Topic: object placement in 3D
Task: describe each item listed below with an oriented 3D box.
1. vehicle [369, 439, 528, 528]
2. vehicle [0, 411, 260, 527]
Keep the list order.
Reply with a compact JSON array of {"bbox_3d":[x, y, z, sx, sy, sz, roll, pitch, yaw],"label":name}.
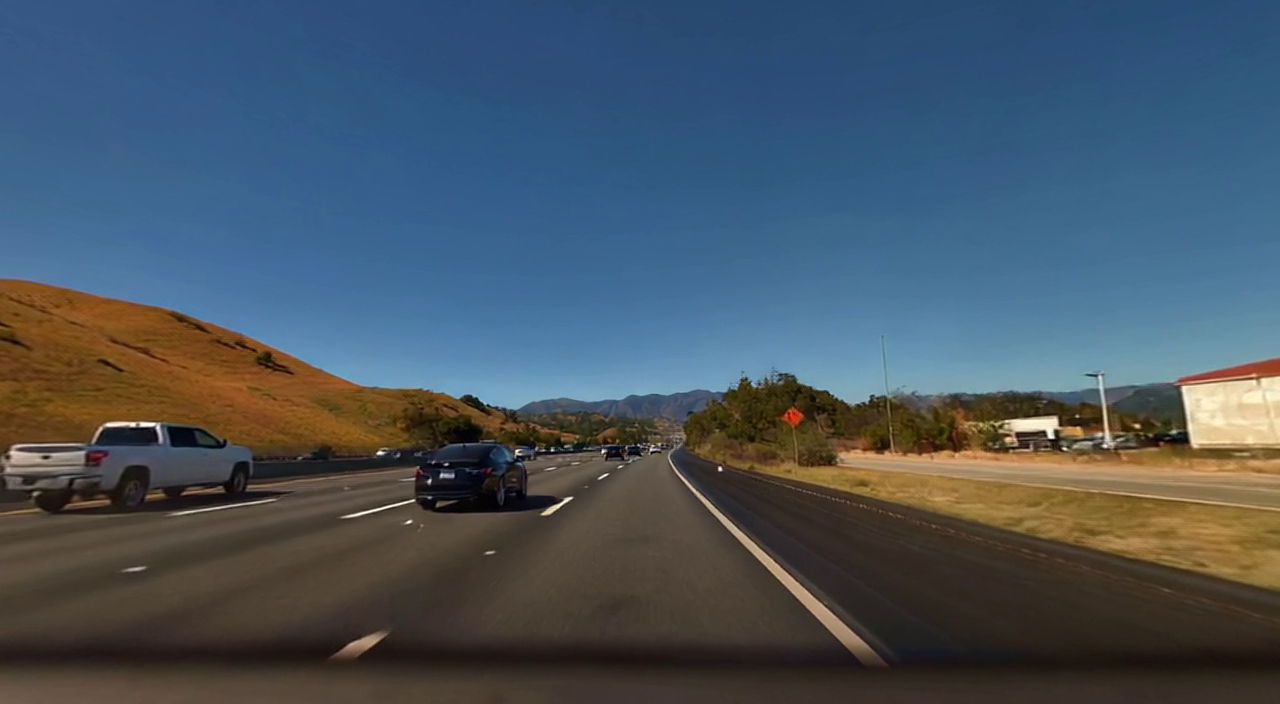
[{"bbox_3d":[-3.653,2.552,12.907,1.896,1.491,4.146,0,-8,1],"label":"vehicle"},{"bbox_3d":[-11.101,2.402,13.596,2.284,1.966,5.406,-1,-8,2],"label":"vehicle"}]
